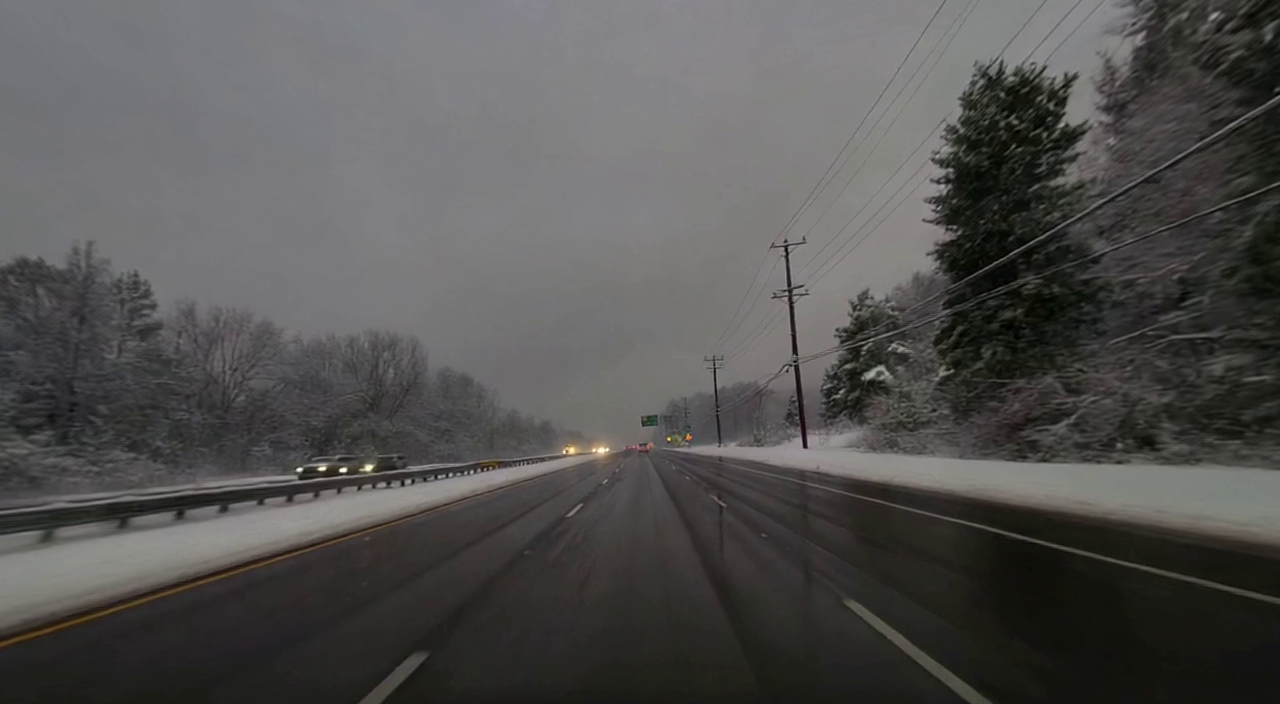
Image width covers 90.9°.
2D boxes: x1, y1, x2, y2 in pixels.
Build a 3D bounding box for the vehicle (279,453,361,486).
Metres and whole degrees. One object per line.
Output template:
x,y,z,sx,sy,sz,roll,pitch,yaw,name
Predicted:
-16.851,6.182,33.499,1.904,1.491,4.685,-1,-8,0,vehicle
